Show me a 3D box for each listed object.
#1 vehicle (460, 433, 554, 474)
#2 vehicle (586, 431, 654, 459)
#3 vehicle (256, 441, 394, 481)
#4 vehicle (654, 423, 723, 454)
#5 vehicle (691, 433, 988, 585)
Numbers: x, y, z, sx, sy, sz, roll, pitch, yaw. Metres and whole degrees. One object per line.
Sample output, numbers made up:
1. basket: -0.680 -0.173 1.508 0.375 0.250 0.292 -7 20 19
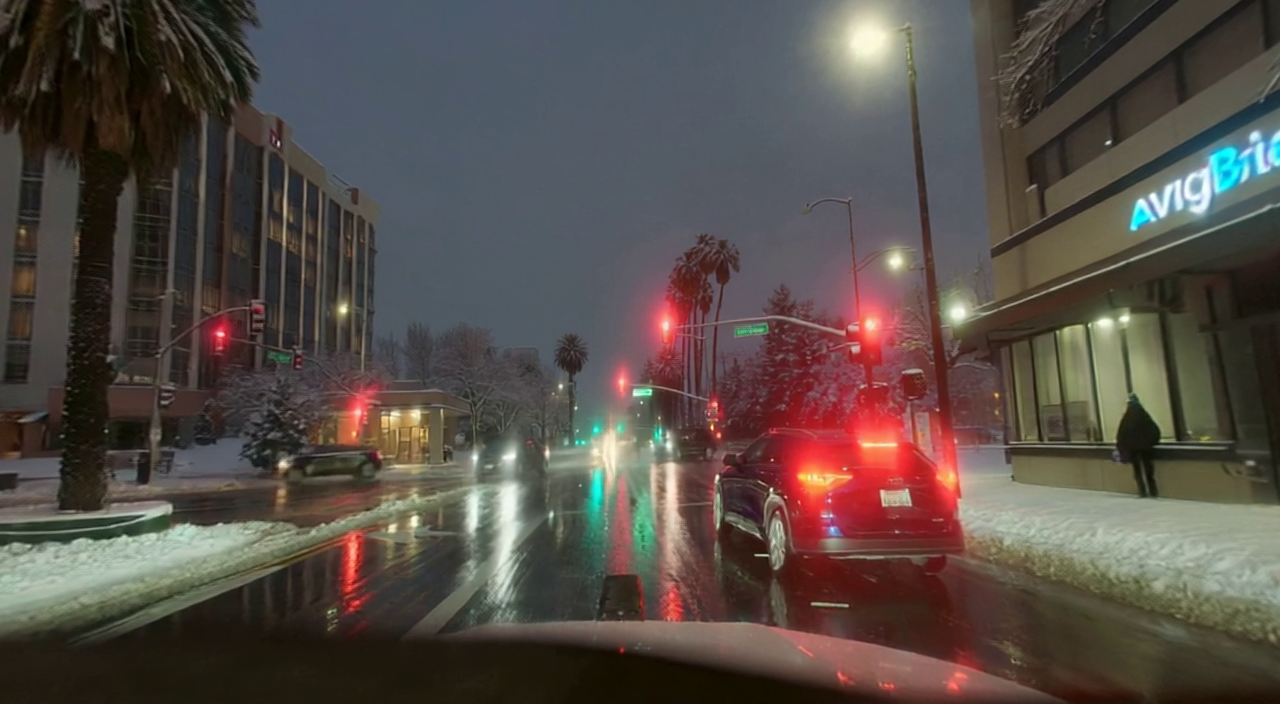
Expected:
1. vehicle: -5.233 4.063 25.496 2.052 1.478 4.395 -2 -9 12
2. vehicle: -1.315 6.510 44.104 2.029 1.822 5.090 -6 -10 36
3. vehicle: -13.130 4.532 26.654 1.896 1.492 4.808 -6 -10 34
4. vehicle: 3.422 5.973 43.251 2.190 1.964 5.614 -6 -10 34
5. vehicle: 2.197 1.893 8.663 2.090 1.466 4.676 1 -8 -7
